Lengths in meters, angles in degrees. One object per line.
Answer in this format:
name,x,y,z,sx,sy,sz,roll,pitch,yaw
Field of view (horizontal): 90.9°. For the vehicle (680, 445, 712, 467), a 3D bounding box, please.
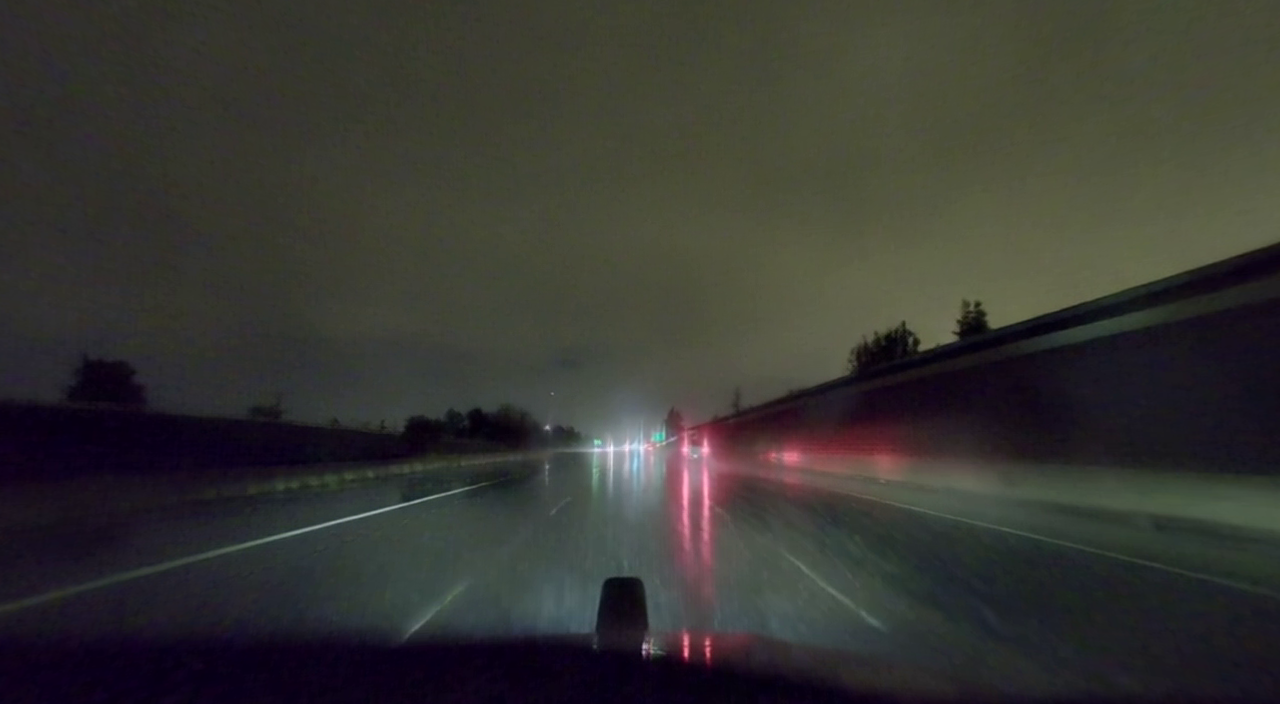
vehicle,4.061,7.642,46.526,2.003,1.520,4.058,0,-8,0
